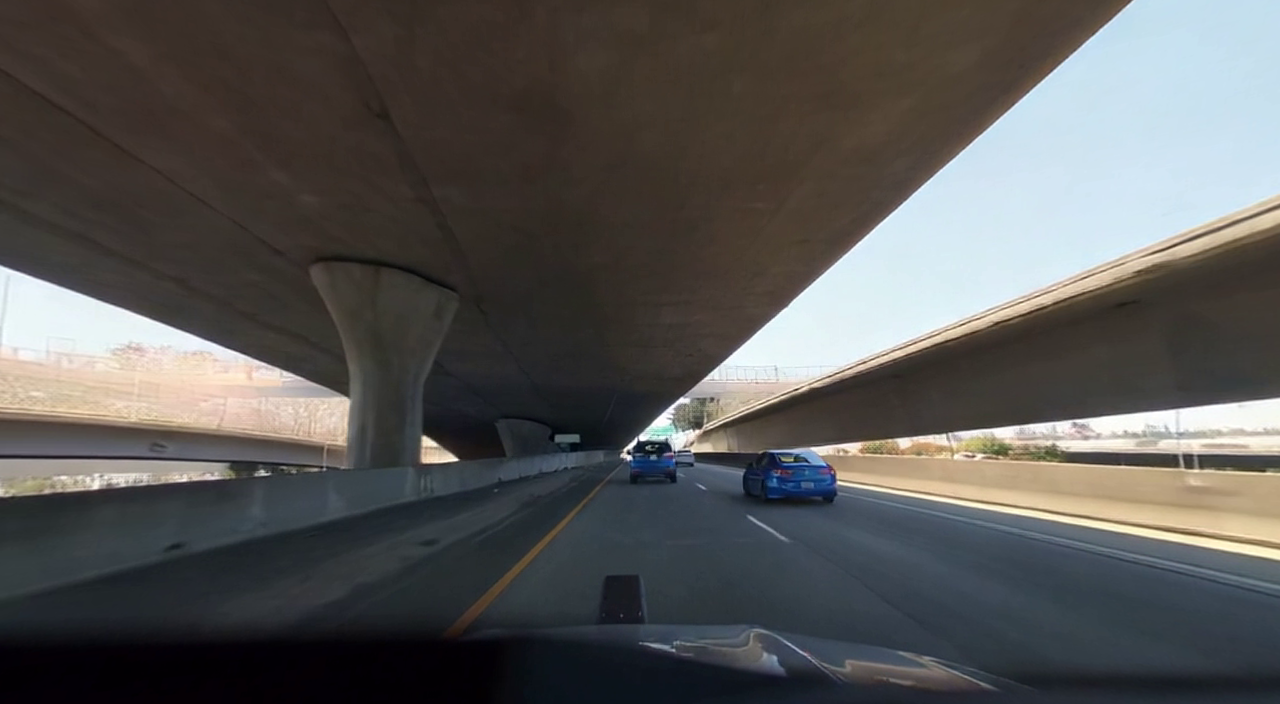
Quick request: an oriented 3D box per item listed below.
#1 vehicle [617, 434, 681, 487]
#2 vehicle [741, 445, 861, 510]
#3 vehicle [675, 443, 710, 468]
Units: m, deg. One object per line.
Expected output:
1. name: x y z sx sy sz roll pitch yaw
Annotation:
1. vehicle: 0.308 4.190 24.635 2.264 1.841 4.583 0 -9 -1
2. vehicle: 4.103 3.244 16.827 2.047 1.500 4.017 1 -9 -2
3. vehicle: 3.661 7.309 44.633 2.047 1.700 4.069 0 -9 -1
